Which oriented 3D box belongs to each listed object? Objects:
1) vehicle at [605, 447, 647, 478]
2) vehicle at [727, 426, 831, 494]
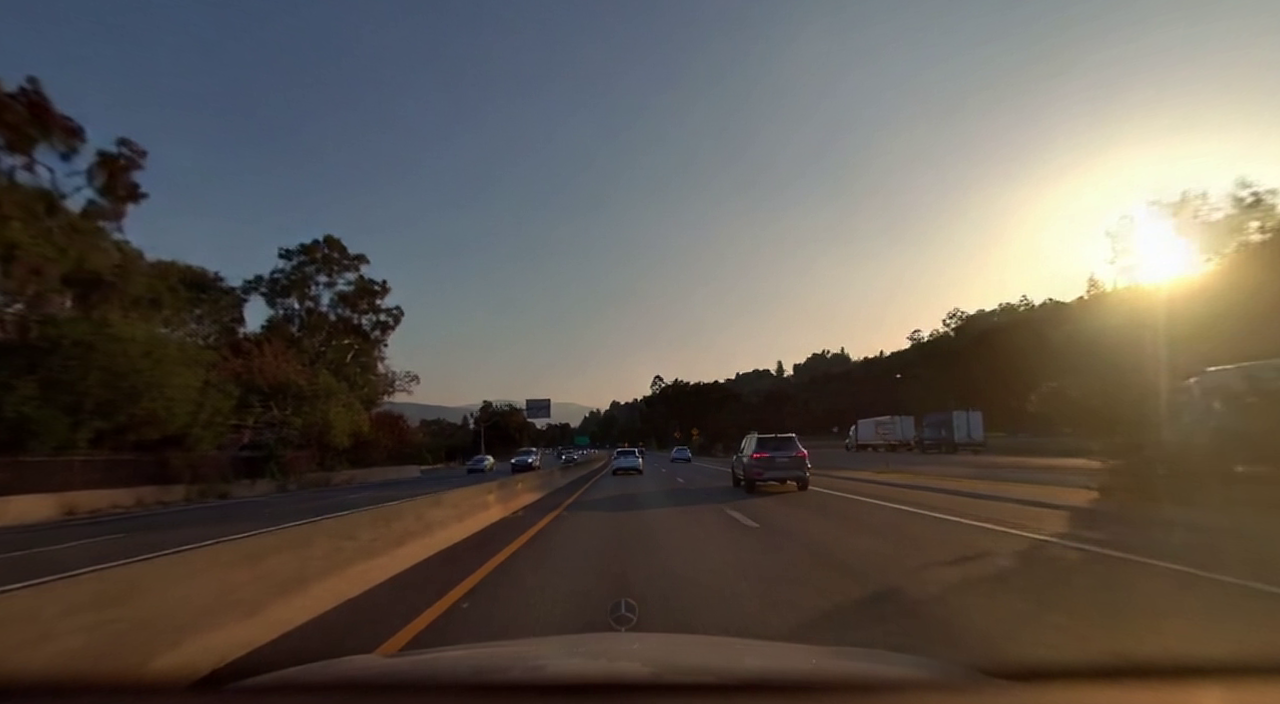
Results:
[{"bbox_3d":[-0.696,5.589,31.919,2.029,1.483,3.769,0,-9,-1],"label":"vehicle"},{"bbox_3d":[4.383,3.515,20.643,2.261,1.952,4.784,0,-9,-1],"label":"vehicle"}]
